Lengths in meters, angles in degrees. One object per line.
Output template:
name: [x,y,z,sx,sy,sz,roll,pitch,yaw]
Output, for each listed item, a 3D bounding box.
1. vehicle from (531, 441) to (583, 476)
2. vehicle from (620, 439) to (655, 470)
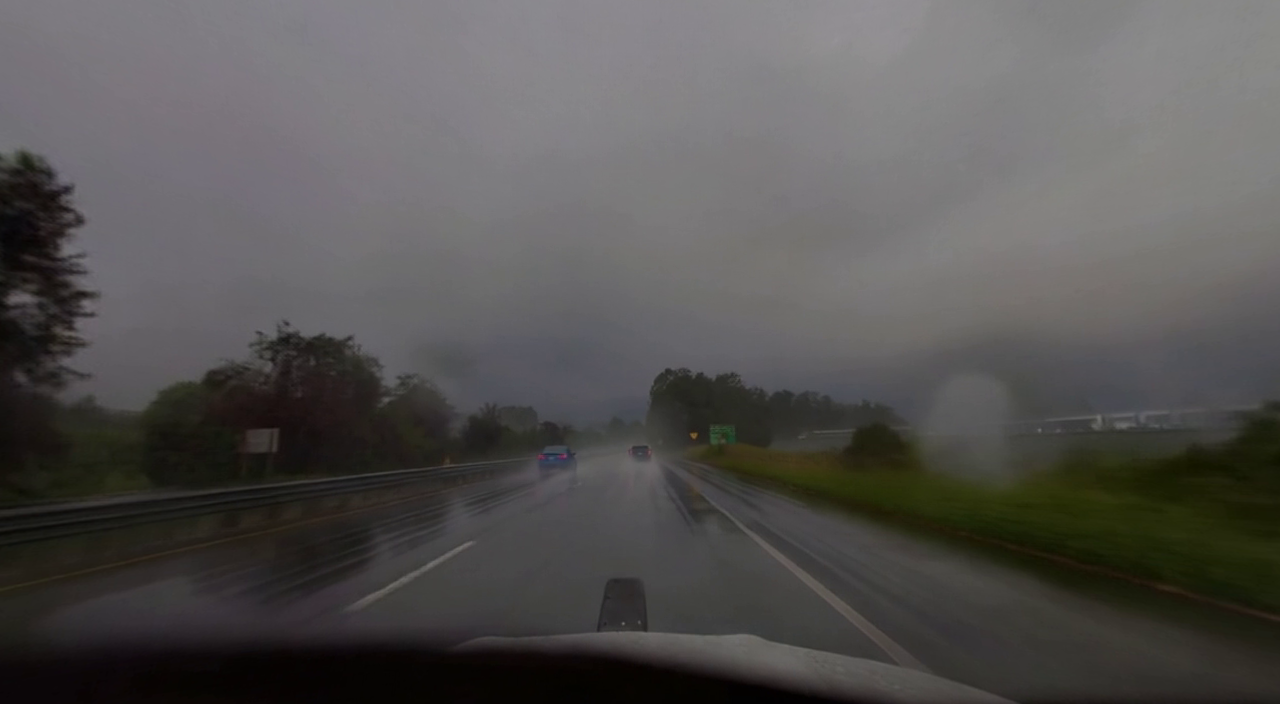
vehicle: [-4.261,5.571,33.108,2.113,1.656,4.215,0,-9,0]
vehicle: [-0.149,6.461,39.767,2.126,1.786,3.958,0,-9,0]
